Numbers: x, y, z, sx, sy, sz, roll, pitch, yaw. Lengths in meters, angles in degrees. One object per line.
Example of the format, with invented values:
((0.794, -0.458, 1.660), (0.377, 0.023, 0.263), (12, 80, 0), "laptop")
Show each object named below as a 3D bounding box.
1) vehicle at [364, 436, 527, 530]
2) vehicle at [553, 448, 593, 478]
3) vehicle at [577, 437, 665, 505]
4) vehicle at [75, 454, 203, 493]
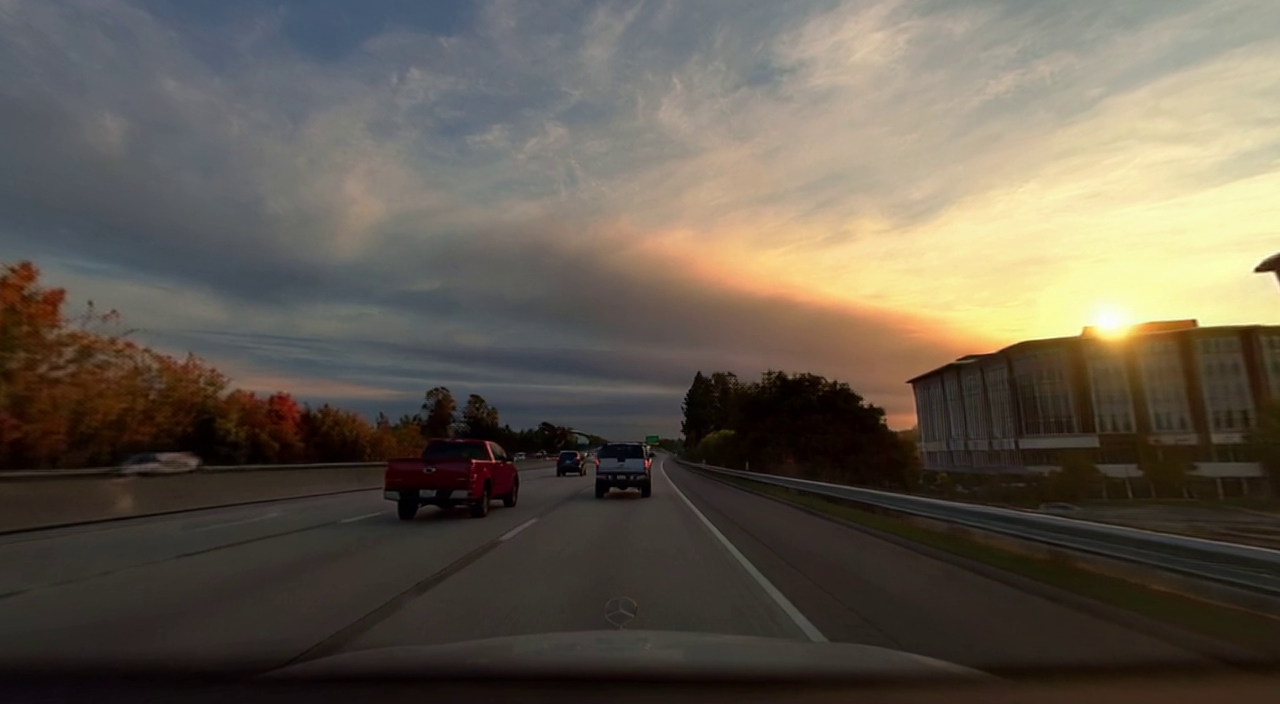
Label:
((-4.048, 2.798, 14.276), (2.038, 1.704, 5.181), (0, -8, 0), "vehicle")
((-4.225, 7.055, 40.428), (1.991, 1.776, 4.333), (0, -8, 2), "vehicle")
((-0.470, 3.429, 18.680), (2.293, 1.753, 4.380), (0, -8, 1), "vehicle")
((-21.323, 5.137, 27.144), (1.851, 1.473, 4.376), (0, -9, 1), "vehicle")
